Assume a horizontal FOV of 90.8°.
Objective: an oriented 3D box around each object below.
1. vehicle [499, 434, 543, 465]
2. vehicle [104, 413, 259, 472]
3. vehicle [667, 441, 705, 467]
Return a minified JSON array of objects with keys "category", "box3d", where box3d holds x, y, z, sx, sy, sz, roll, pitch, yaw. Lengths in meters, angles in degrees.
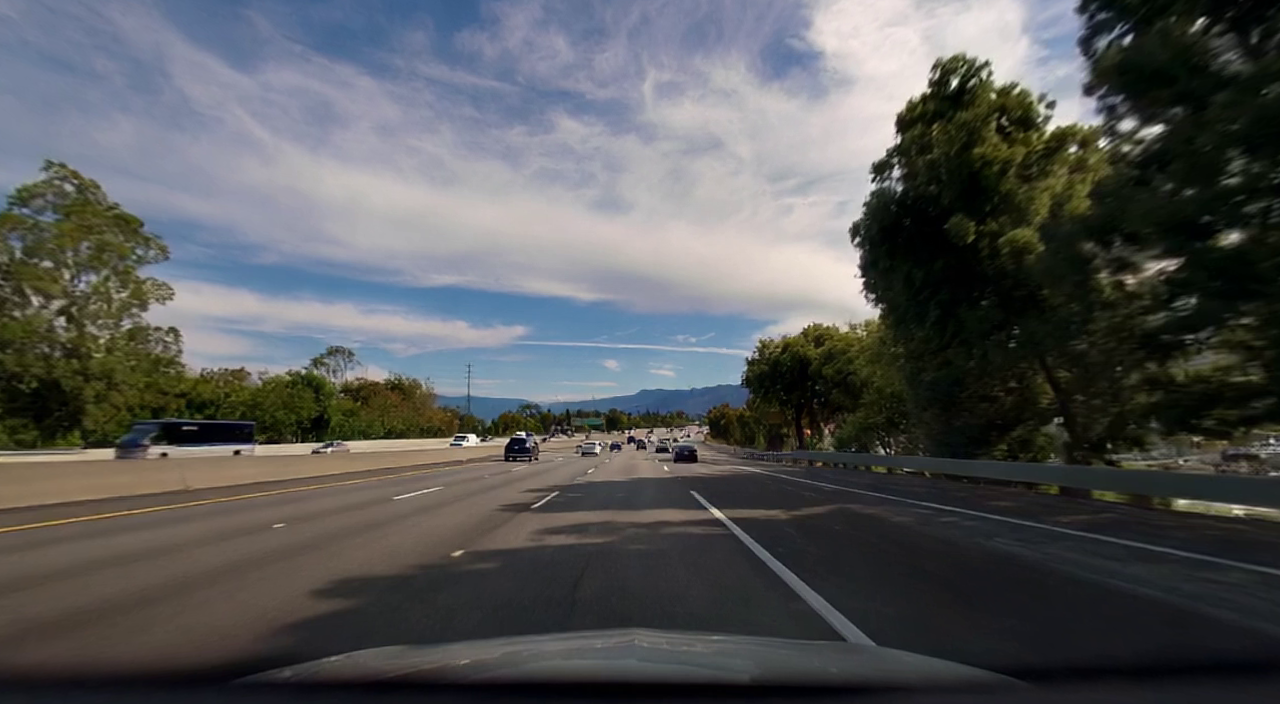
[{"category":"vehicle","box3d":[-7.585,6.293,40.726,2.009,1.850,4.338,0,-8,-1]},{"category":"vehicle","box3d":[-27.828,5.618,39.115,2.937,3.196,8.787,0,-9,0]},{"category":"vehicle","box3d":[2.769,6.247,38.847,1.967,1.475,4.080,0,-8,-1]}]
